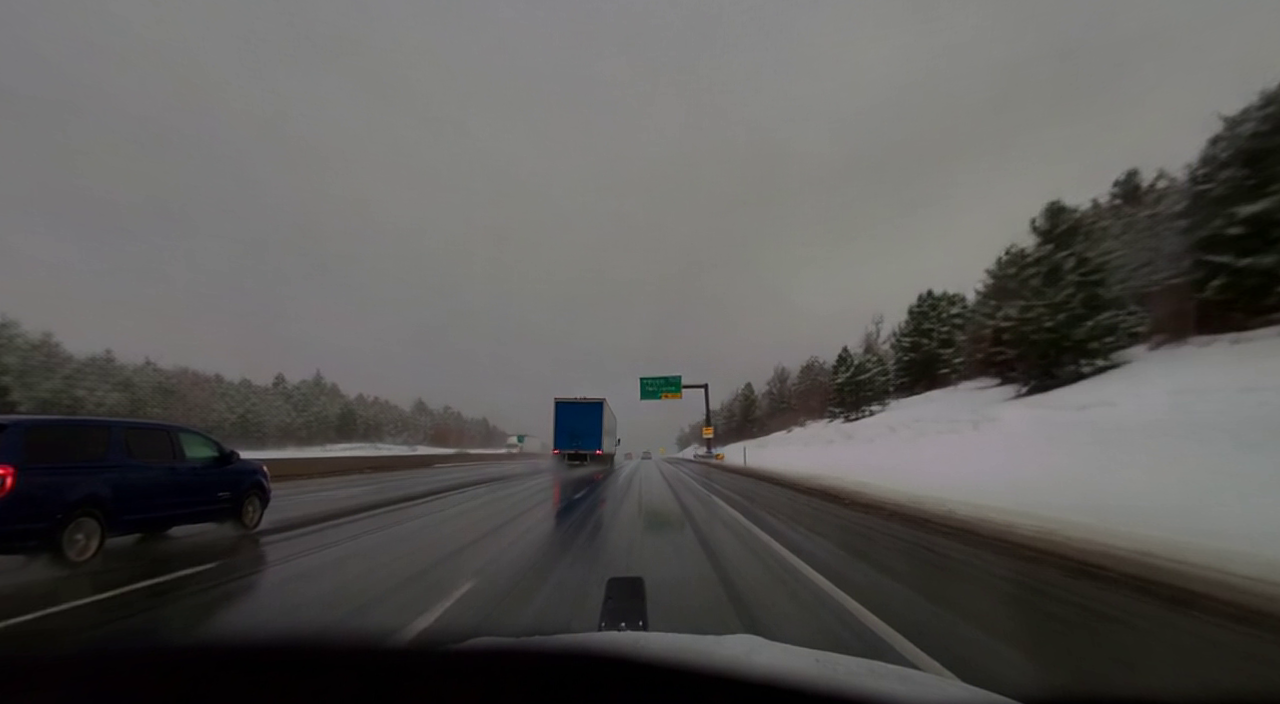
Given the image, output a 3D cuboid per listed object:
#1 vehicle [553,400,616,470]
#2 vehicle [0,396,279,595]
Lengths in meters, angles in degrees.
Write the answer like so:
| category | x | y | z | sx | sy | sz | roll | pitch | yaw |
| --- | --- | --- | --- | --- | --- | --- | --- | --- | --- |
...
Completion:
| category | x | y | z | sx | sy | sz | roll | pitch | yaw |
| --- | --- | --- | --- | --- | --- | --- | --- | --- | --- |
| vehicle | -3.565 | 5.982 | 44.683 | 2.893 | 4.073 | 15.281 | 0 | -8 | 1 |
| vehicle | -7.145 | 1.628 | 7.857 | 2.175 | 1.860 | 5.236 | 0 | -8 | 0 |
